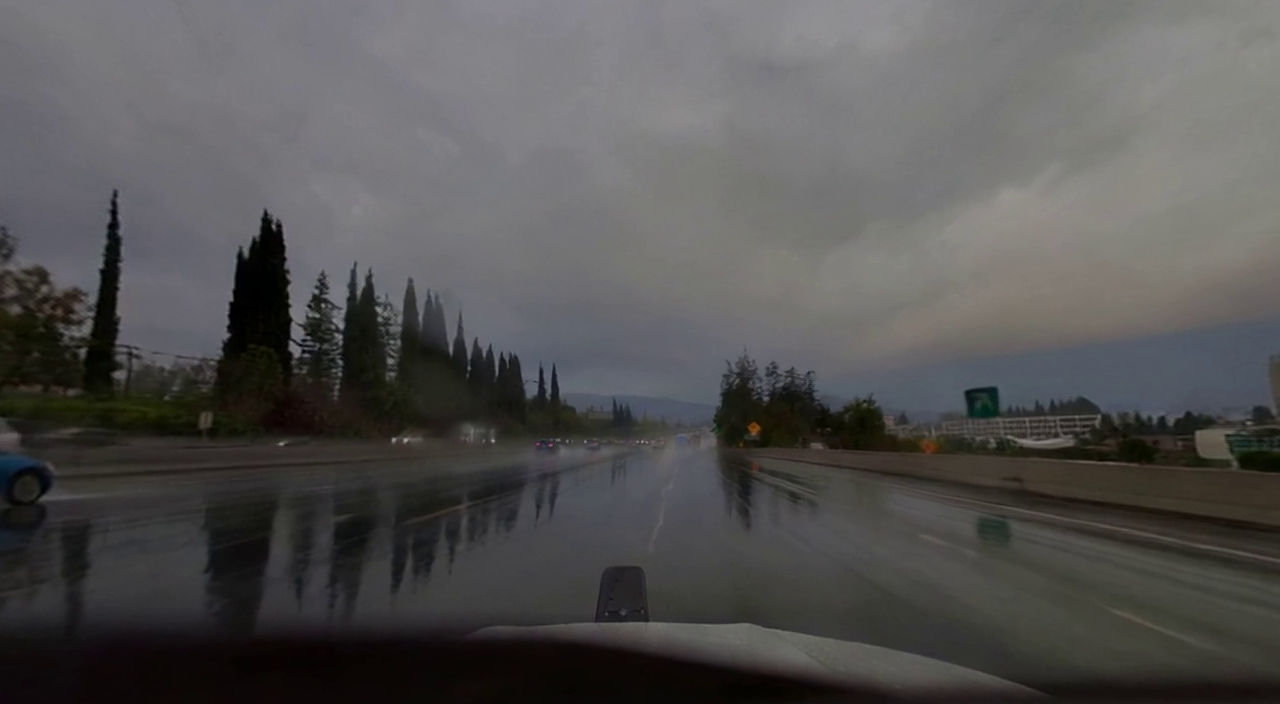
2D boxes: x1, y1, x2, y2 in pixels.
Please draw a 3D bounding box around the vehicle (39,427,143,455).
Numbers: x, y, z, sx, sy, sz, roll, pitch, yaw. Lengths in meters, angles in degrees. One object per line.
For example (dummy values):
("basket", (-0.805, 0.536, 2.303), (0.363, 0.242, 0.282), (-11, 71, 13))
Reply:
("vehicle", (-40.543, 6.630, 46.817), (2.111, 1.911, 5.832), (-1, -8, 6))
